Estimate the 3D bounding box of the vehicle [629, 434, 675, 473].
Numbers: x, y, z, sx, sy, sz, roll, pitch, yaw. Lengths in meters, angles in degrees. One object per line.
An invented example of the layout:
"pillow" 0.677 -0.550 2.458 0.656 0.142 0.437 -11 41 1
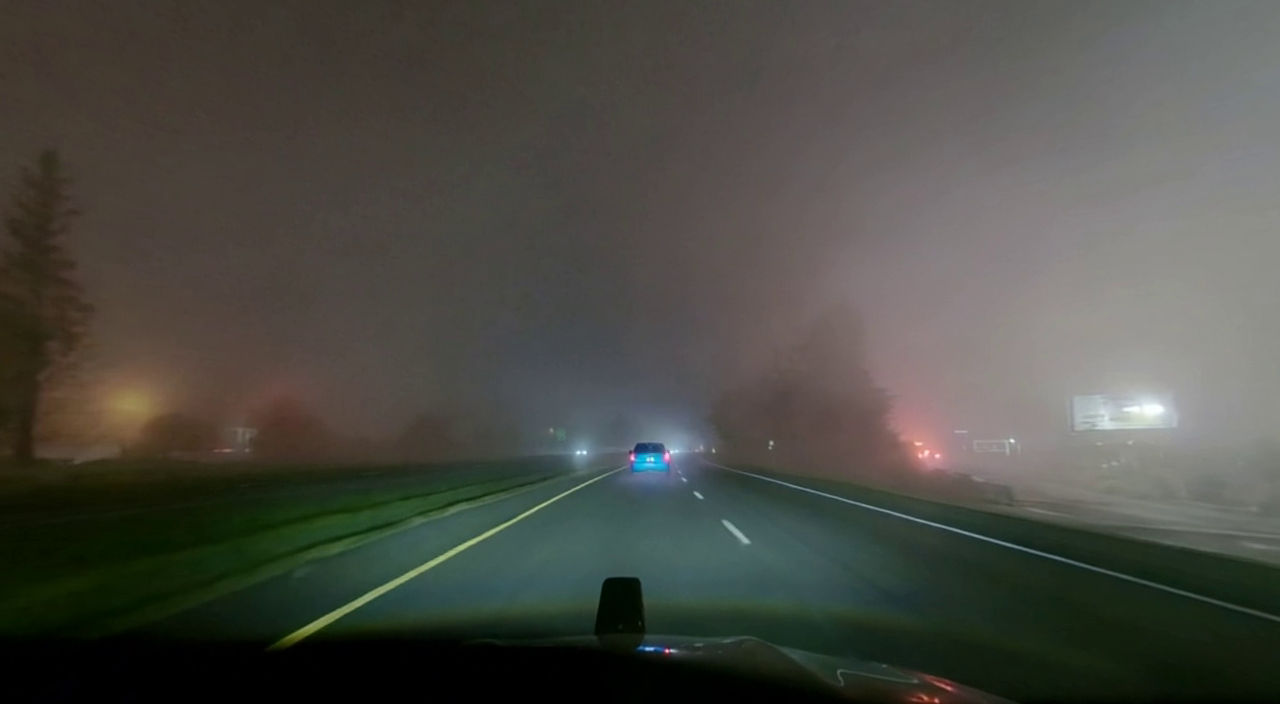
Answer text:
"vehicle" 0.774 6.021 37.264 2.546 2.126 5.153 -1 -9 2
